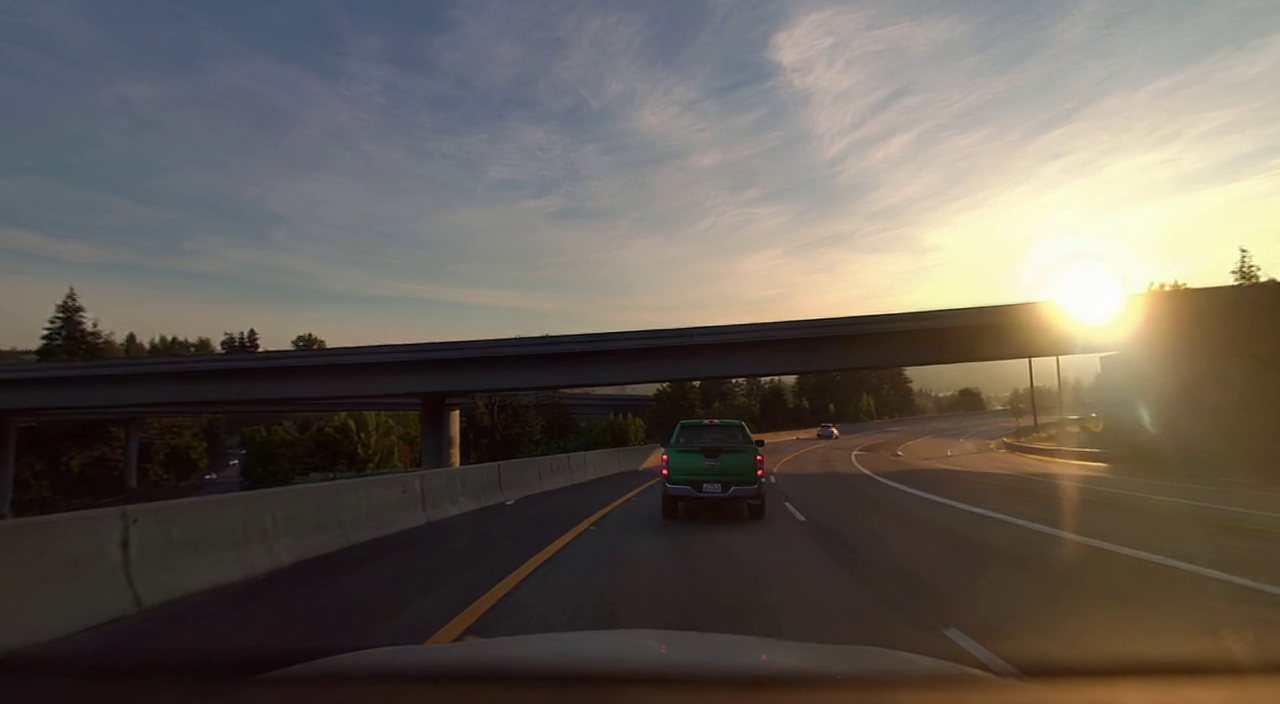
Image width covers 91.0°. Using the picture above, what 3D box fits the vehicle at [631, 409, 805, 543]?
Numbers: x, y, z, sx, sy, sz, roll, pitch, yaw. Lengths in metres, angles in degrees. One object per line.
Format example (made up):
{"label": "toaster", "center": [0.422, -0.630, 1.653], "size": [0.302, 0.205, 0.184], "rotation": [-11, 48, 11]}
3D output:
{"label": "vehicle", "center": [1.237, 1.937, 10.465], "size": [2.235, 1.716, 4.435], "rotation": [-1, -9, 6]}
